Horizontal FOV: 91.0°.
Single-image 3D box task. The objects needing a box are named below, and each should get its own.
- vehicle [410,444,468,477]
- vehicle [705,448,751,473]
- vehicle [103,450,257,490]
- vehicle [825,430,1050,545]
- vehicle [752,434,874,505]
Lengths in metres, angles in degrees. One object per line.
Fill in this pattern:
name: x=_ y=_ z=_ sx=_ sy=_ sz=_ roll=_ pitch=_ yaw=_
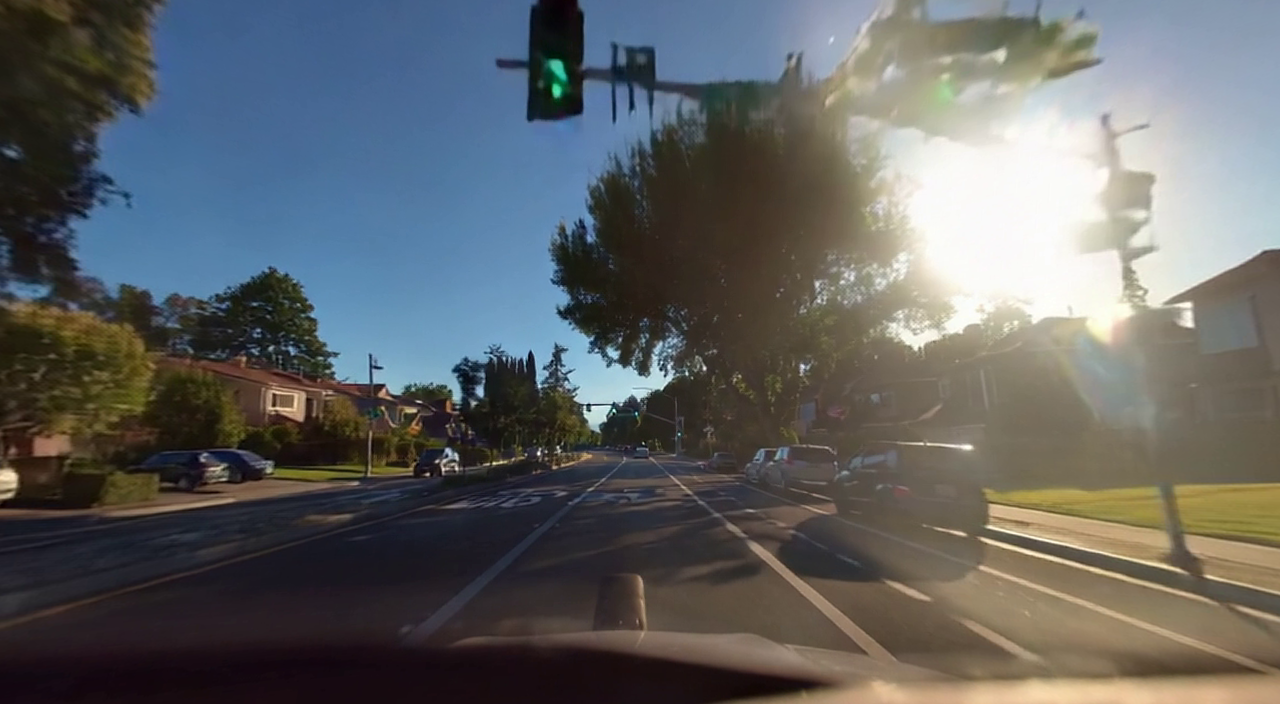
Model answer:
vehicle: x=-11.879 y=6.461 z=37.527 sx=2.061 sy=1.760 sz=4.569 roll=-1 pitch=-10 yaw=-1
vehicle: x=5.343 y=6.657 z=38.895 sx=2.002 sy=1.461 sz=4.673 roll=1 pitch=-9 yaw=-2
vehicle: x=-17.645 y=4.523 z=24.317 sx=4.349 sy=1.457 sz=1.997 roll=0 pitch=-9 yaw=0
vehicle: x=5.366 y=2.484 z=12.235 sx=2.164 sy=1.729 sz=4.488 roll=2 pitch=-9 yaw=-1
vehicle: x=5.198 y=3.592 z=19.699 sx=2.171 sy=1.798 sz=5.040 roll=3 pitch=-9 yaw=-3
